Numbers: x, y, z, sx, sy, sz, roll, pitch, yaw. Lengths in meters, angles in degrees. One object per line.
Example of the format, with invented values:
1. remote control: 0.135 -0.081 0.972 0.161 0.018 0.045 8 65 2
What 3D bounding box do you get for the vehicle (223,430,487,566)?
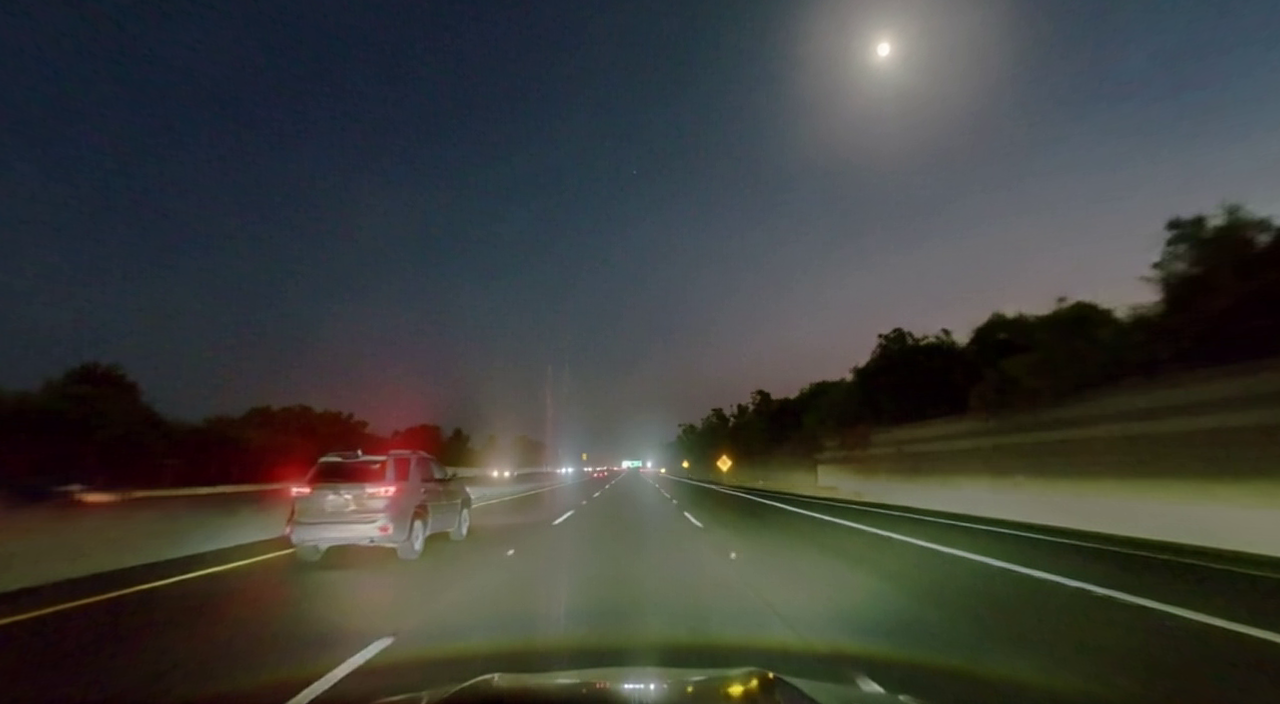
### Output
1. vehicle: -4.306 2.347 10.689 2.178 1.736 4.847 1 -10 0
